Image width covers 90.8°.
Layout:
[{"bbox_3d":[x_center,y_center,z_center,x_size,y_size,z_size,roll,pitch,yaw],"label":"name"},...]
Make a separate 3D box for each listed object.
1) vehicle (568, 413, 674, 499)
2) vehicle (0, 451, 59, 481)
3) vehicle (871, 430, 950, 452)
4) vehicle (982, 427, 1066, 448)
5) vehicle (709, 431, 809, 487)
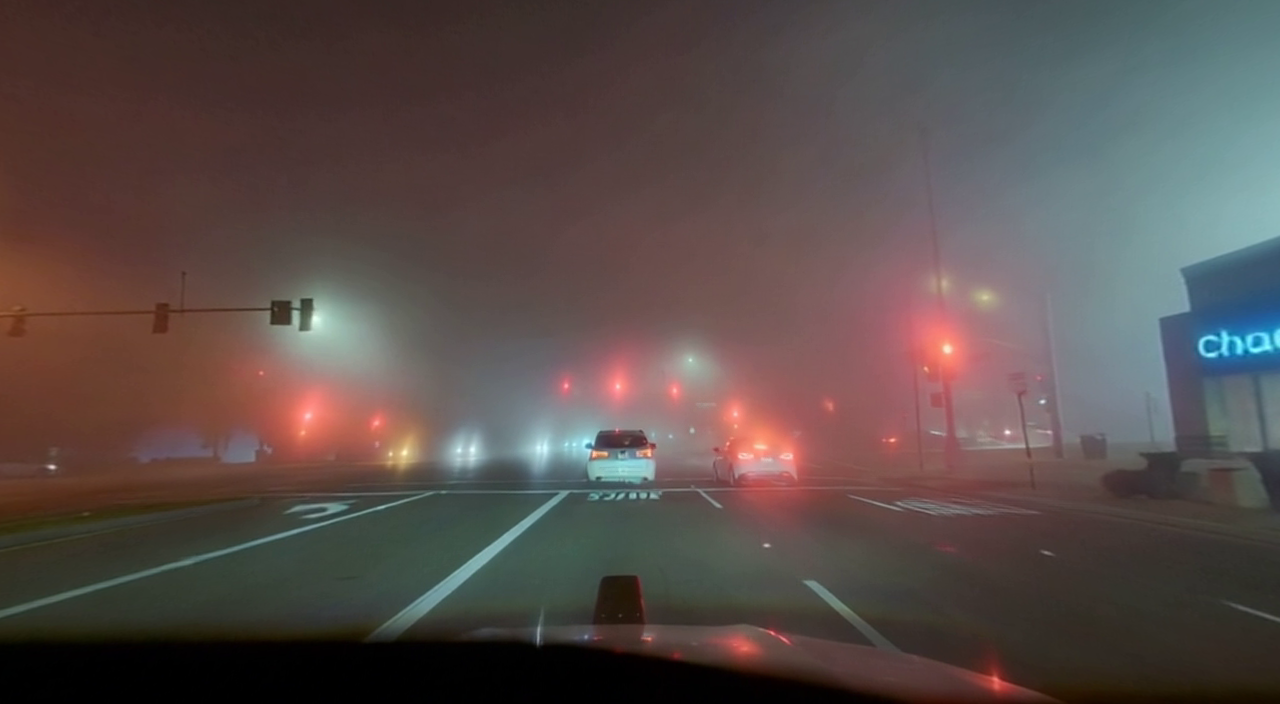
[{"bbox_3d":[-0.435,2.606,16.075,2.313,1.860,4.319,0,-9,-1],"label":"vehicle"},{"bbox_3d":[-39.694,7.172,39.549,4.610,1.691,2.034,-3,-8,-2],"label":"vehicle"},{"bbox_3d":[19.396,6.382,45.359,4.851,1.517,1.720,0,-9,-3],"label":"vehicle"},{"bbox_3d":[27.514,6.136,45.334,4.766,1.462,1.872,0,-9,0],"label":"vehicle"},{"bbox_3d":[3.395,3.177,19.041,2.080,1.472,4.401,0,-9,-1],"label":"vehicle"}]
